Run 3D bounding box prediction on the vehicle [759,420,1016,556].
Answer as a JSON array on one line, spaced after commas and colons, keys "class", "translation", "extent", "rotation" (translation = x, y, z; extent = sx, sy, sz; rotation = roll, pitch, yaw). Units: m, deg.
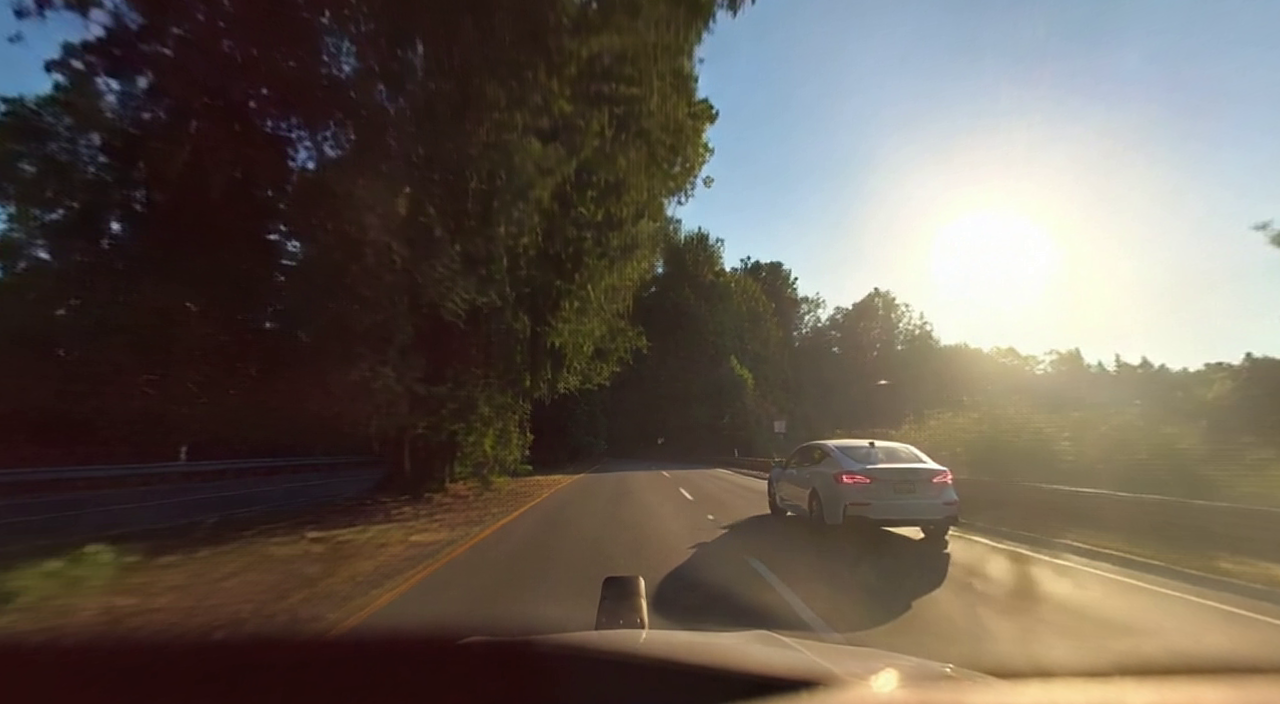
[{"class": "vehicle", "translation": [3.373, 1.958, 9.840], "extent": [2.060, 1.584, 4.592], "rotation": [0, -9, -1]}]
